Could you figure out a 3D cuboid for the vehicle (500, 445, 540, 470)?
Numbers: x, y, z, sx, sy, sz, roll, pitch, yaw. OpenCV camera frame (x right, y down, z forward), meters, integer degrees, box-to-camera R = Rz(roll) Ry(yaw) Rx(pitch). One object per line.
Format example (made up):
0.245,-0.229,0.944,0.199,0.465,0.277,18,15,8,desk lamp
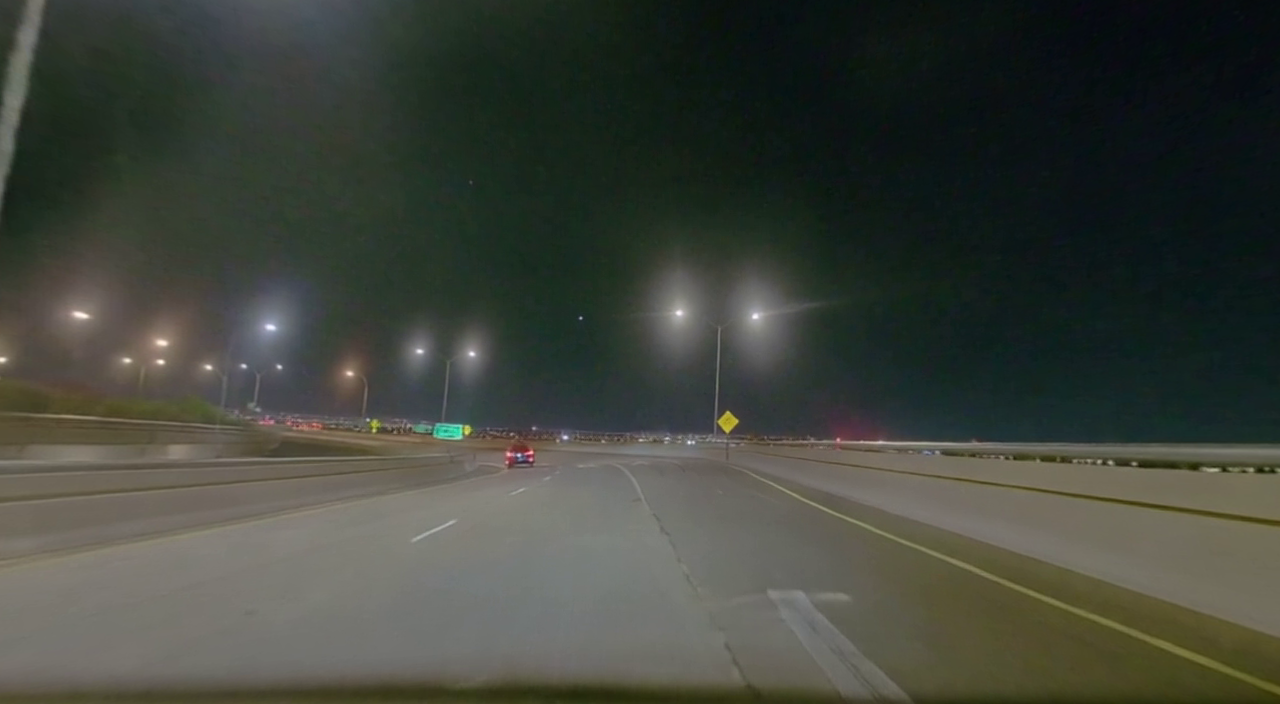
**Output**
-7.922,7.001,42.068,2.234,1.588,4.484,1,-9,-6,vehicle
